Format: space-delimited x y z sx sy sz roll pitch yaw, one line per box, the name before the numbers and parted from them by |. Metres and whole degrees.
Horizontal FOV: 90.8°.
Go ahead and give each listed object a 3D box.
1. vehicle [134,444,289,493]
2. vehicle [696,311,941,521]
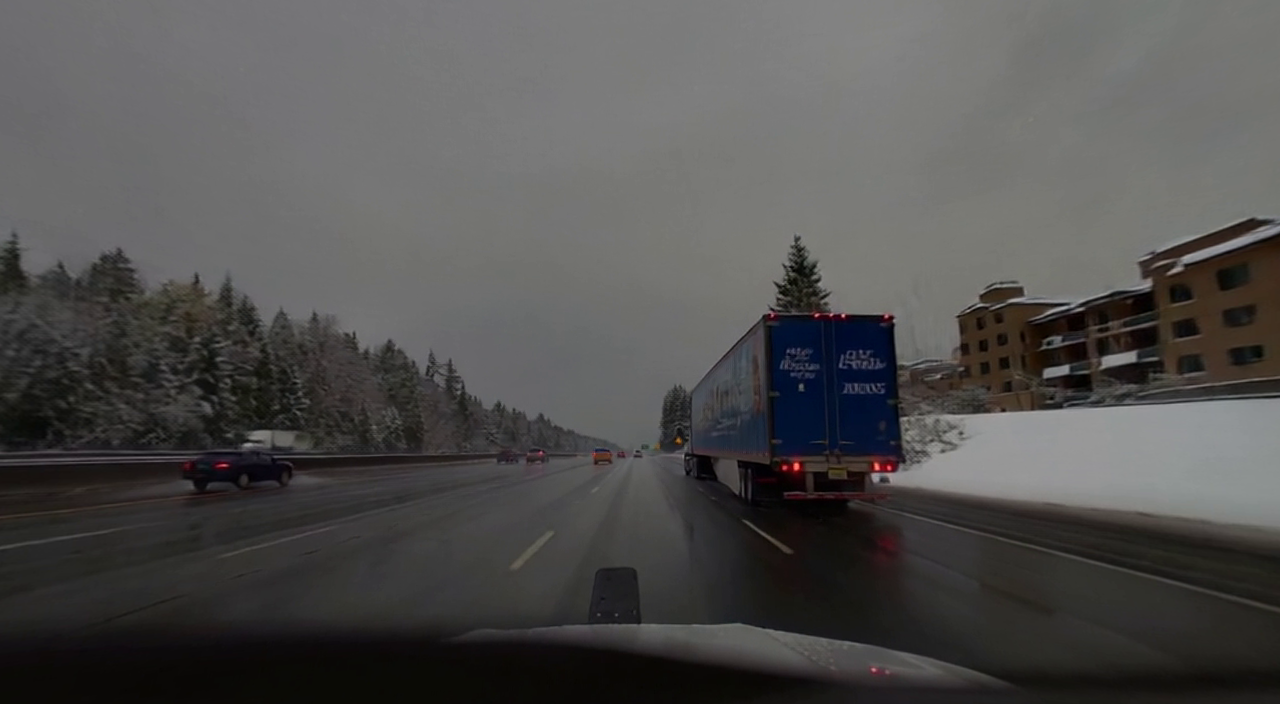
vehicle | -14.434 3.922 21.715 1.982 1.471 4.747 0 -9 0
vehicle | 4.140 2.367 20.090 3.140 4.100 15.551 0 -9 0
